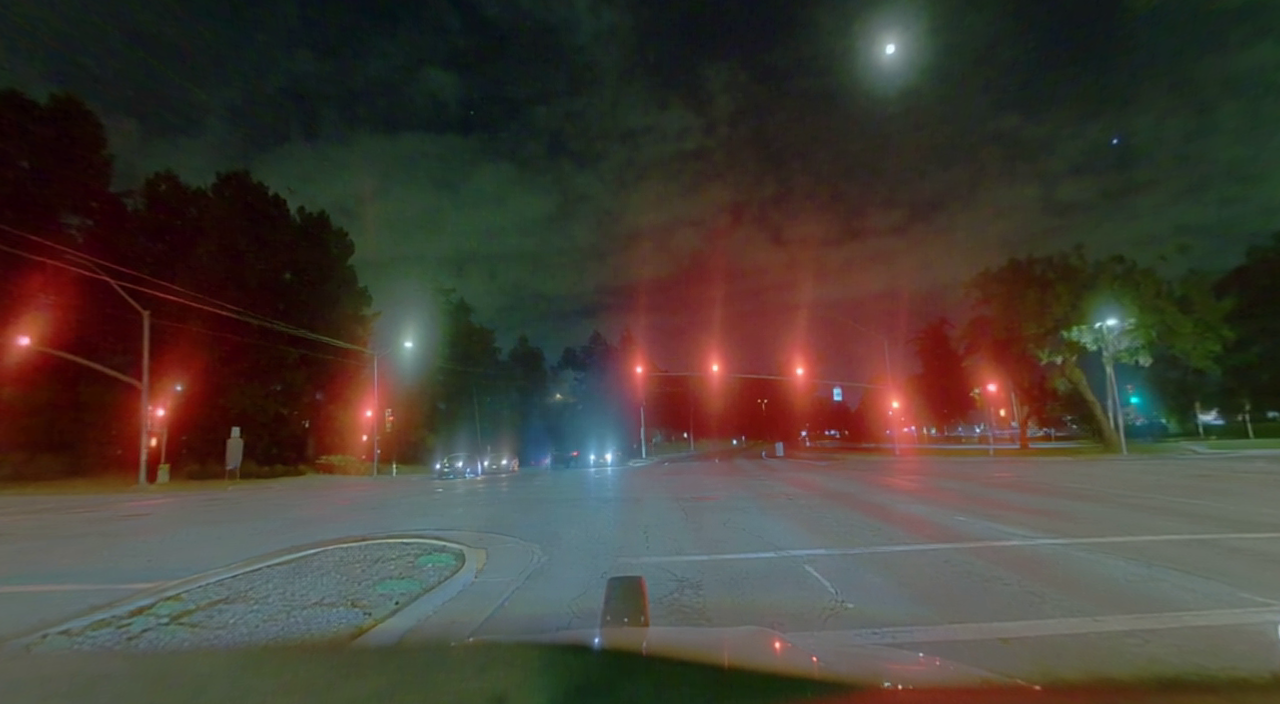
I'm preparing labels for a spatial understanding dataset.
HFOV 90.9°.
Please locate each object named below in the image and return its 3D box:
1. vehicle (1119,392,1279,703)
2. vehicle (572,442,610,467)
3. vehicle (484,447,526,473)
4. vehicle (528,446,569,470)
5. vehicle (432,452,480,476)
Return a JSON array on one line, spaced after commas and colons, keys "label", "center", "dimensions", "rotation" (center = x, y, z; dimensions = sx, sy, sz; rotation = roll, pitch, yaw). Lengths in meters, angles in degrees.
[{"label": "vehicle", "center": [3.063, 0.619, 0.423], "dimensions": [1.978, 1.468, 4.544], "rotation": [0, -9, 1]}, {"label": "vehicle", "center": [-3.526, 7.461, 45.997], "dimensions": [2.215, 1.732, 4.684], "rotation": [-1, -9, 3]}, {"label": "vehicle", "center": [-9.770, 7.839, 45.938], "dimensions": [2.064, 1.725, 4.243], "rotation": [0, -9, 1]}, {"label": "vehicle", "center": [-6.540, 7.603, 45.484], "dimensions": [2.126, 1.657, 4.307], "rotation": [0, -9, 2]}, {"label": "vehicle", "center": [-13.379, 8.118, 45.987], "dimensions": [2.101, 1.637, 4.304], "rotation": [0, -9, 1]}]
